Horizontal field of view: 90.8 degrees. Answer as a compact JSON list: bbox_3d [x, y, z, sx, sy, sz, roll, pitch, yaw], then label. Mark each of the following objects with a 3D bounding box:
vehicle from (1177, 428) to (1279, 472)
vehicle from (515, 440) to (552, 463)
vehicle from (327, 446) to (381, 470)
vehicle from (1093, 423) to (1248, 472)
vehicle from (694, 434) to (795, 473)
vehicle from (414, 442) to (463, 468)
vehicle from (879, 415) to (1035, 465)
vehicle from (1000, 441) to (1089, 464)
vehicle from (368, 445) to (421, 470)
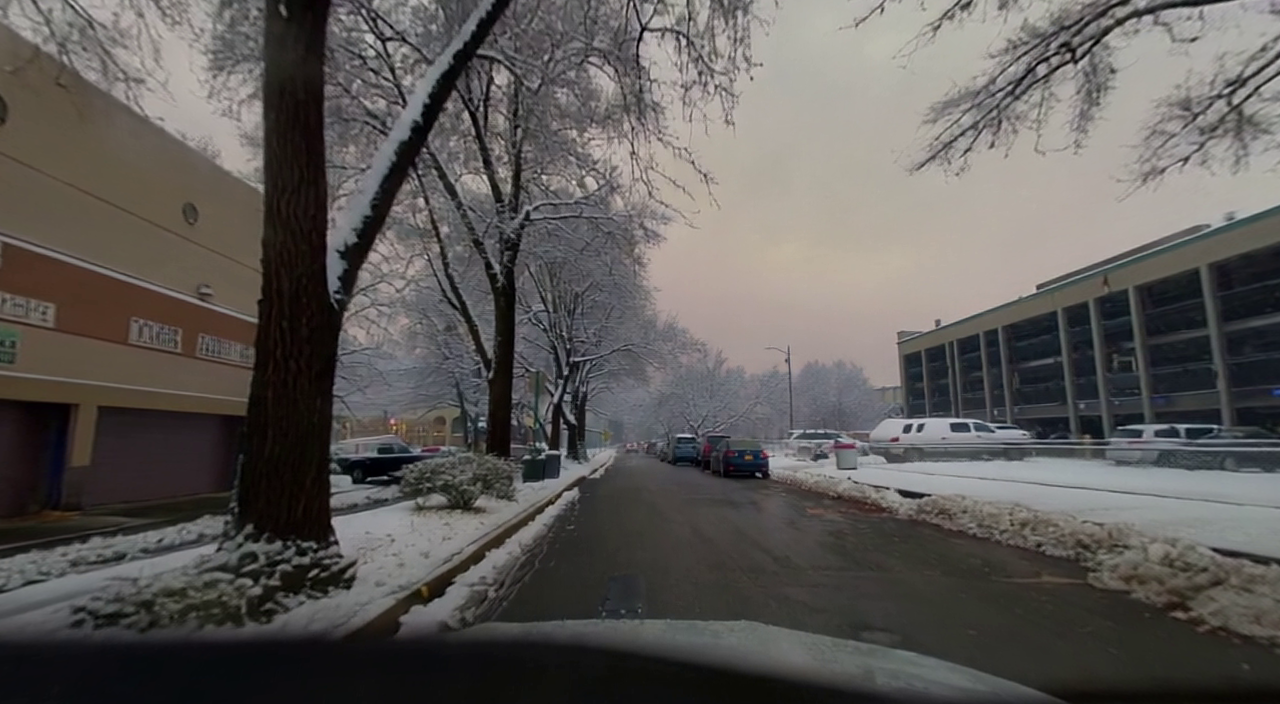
[{"bbox_3d":[26.481,4.235,27.308,4.591,1.808,2.016,0,-9,0],"label":"vehicle"},{"bbox_3d":[-7.784,7.325,46.641,1.993,1.640,4.457,0,-8,-1],"label":"vehicle"},{"bbox_3d":[-20.139,7.466,44.653,1.880,1.617,3.870,0,-8,1],"label":"vehicle"},{"bbox_3d":[25.657,4.610,30.708,5.596,2.168,2.307,2,-8,-4],"label":"vehicle"},{"bbox_3d":[5.063,4.876,30.430,4.626,1.723,1.939,5,-10,-33],"label":"vehicle"},{"bbox_3d":[-14.268,7.293,44.983,1.888,1.657,4.138,0,-8,4],"label":"vehicle"},{"bbox_3d":[13.680,3.850,27.566,5.540,2.045,2.259,0,-8,-2],"label":"vehicle"},{"bbox_3d":[26.395,6.565,41.268,4.558,1.452,1.790,0,-8,-1],"label":"vehicle"},{"bbox_3d":[-17.126,7.357,44.286,1.850,1.531,4.256,0,-8,4],"label":"vehicle"}]
